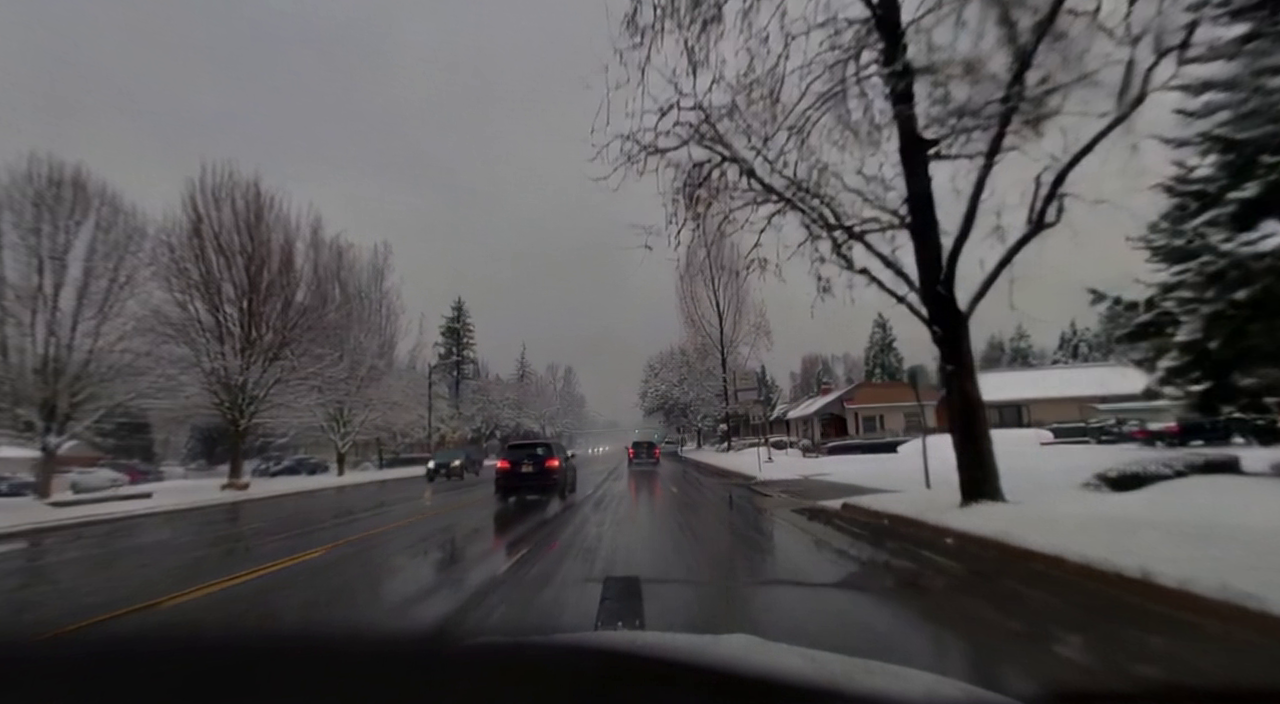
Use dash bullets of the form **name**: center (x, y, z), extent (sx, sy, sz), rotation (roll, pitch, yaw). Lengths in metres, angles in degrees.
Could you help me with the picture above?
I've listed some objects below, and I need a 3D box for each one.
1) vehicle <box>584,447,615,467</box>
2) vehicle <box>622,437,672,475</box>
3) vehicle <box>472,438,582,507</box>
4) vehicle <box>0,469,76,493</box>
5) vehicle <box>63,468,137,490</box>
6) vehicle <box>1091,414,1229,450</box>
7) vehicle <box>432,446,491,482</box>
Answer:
- **vehicle**: center (-2.996, 7.900, 47.887), extent (2.001, 1.431, 4.389), rotation (0, -9, 0)
- **vehicle**: center (0.316, 5.336, 32.553), extent (2.376, 1.801, 4.317), rotation (0, -9, 0)
- **vehicle**: center (-2.945, 3.248, 17.489), extent (2.167, 1.634, 4.220), rotation (0, -9, 1)
- **vehicle**: center (-42.570, 8.989, 44.109), extent (4.605, 1.522, 1.819), rotation (0, -9, 0)
- **vehicle**: center (-42.086, 9.877, 49.287), extent (4.089, 1.565, 1.759), rotation (0, -9, 0)
- **vehicle**: center (23.124, 3.631, 28.394), extent (1.987, 1.465, 4.819), rotation (0, -9, -2)
- **vehicle**: center (-9.562, 6.000, 34.211), extent (2.028, 1.825, 4.208), rotation (0, -9, -1)
